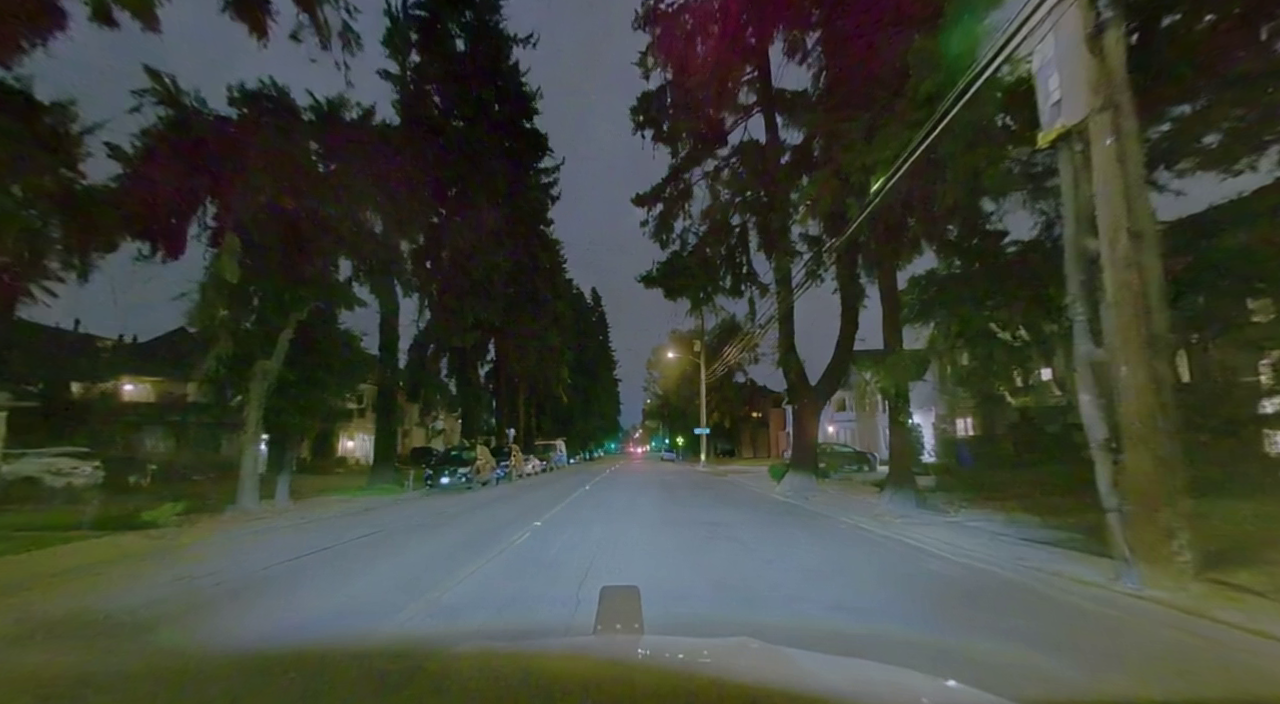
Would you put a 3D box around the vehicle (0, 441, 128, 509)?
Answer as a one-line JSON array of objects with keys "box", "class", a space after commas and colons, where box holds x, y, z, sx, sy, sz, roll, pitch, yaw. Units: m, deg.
[{"box": [-17.628, 3.597, 19.050, 1.978, 1.744, 5.108, 4, -9, -24], "class": "vehicle"}]

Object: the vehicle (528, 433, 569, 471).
[{"box": [-7.118, 7.936, 49.934, 2.439, 2.724, 5.647, -1, -10, 0], "class": "vehicle"}]

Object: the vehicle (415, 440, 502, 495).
[{"box": [-6.756, 4.354, 24.022, 1.922, 1.801, 4.516, -2, -9, 1], "class": "vehicle"}]

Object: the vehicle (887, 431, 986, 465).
[{"box": [18.986, 6.159, 40.562, 5.215, 1.910, 2.031, -1, -11, -3], "class": "vehicle"}]

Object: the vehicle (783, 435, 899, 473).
[{"box": [9.762, 4.985, 30.973, 4.979, 1.769, 1.943, 0, -9, -1], "class": "vehicle"}]
